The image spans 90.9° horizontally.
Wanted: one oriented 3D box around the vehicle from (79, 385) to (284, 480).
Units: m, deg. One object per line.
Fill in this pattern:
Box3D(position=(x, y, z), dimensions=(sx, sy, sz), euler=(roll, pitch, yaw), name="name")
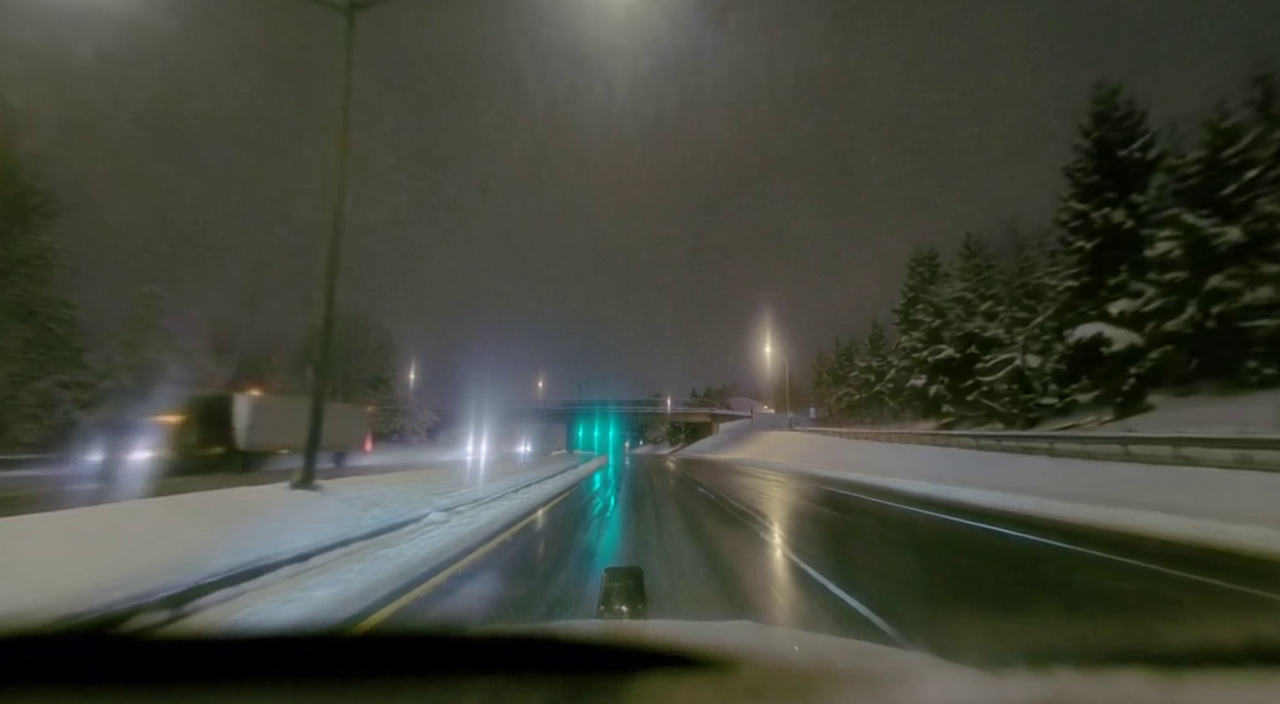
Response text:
Box3D(position=(-21.996, 4.050, 31.227), dimensions=(3.659, 4.028, 8.491), euler=(0, -8, 0), name="vehicle")
